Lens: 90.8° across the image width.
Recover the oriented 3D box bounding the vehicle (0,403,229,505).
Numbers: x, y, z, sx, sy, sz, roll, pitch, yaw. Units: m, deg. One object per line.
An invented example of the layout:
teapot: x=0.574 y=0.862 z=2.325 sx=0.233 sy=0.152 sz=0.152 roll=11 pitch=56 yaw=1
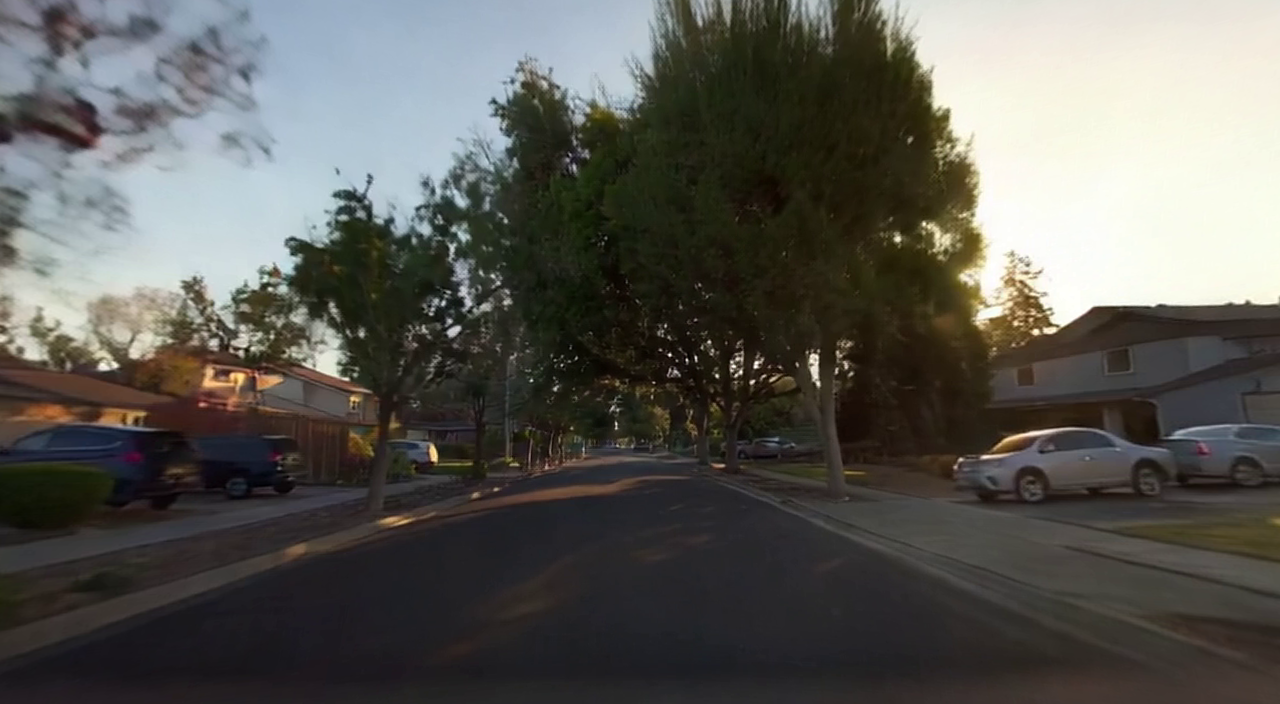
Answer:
vehicle: x=-12.448 y=2.169 z=13.558 sx=5.618 sy=1.997 sz=2.201 roll=0 pitch=-8 yaw=-1

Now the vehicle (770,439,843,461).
vehicle: x=11.917 y=7.032 z=45.366 sx=4.686 sy=1.466 sz=1.869 roll=0 pitch=-8 yaw=-1

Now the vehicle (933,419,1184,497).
vehicle: x=9.814 y=2.507 z=15.142 sx=4.582 sy=1.719 sz=1.947 roll=0 pitch=-8 yaw=0

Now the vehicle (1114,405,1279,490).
vehicle: x=15.294 y=2.384 z=15.615 sx=5.395 sy=1.917 sz=2.153 roll=1 pitch=-9 yaw=-1

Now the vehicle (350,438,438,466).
vehicle: x=-13.768 y=5.623 z=35.546 sx=4.190 sy=1.529 sz=1.880 roll=0 pitch=-8 yaw=-4
